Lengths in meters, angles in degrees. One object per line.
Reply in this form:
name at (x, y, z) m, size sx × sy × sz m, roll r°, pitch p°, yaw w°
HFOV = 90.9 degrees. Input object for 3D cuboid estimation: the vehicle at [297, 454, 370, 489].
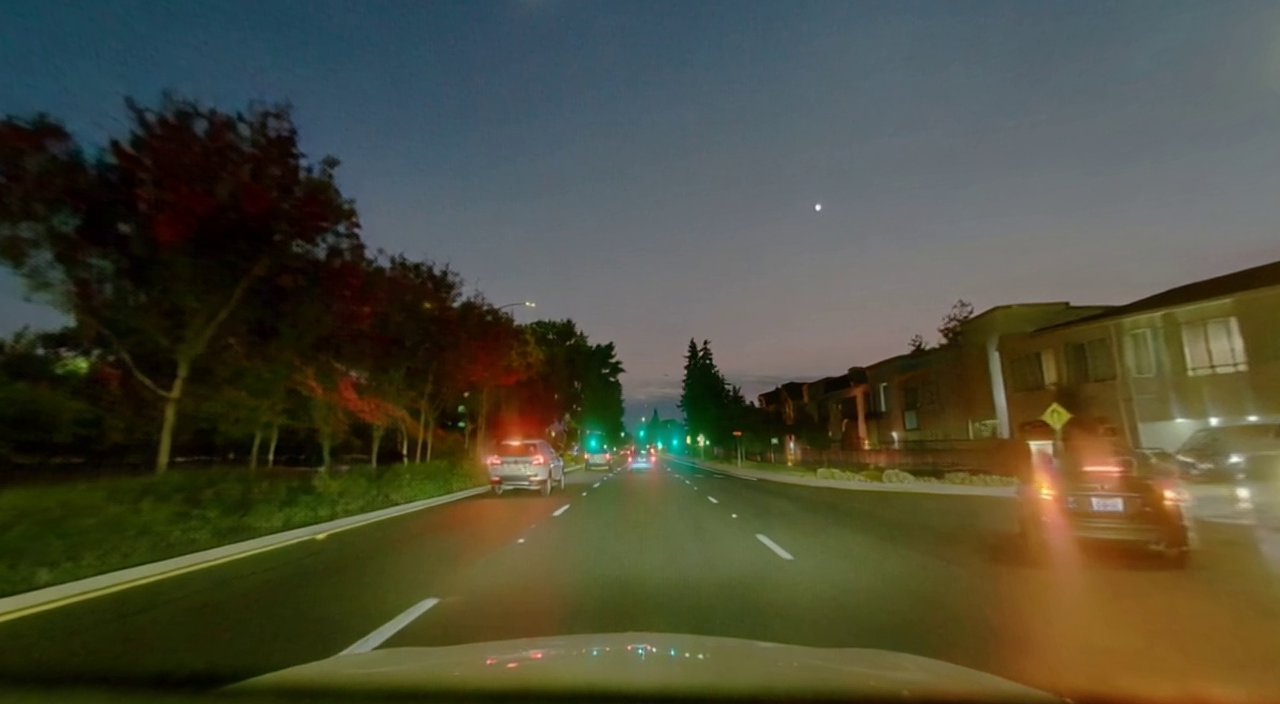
vehicle at (-17.302, 6.732, 35.859) m, size 1.899 × 1.790 × 4.340 m, roll 0°, pitch -8°, yaw 0°

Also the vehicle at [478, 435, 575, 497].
vehicle at (-3.651, 3.777, 21.330) m, size 2.216 × 1.828 × 4.886 m, roll 0°, pitch -8°, yaw 2°

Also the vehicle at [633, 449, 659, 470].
vehicle at (0.473, 8.133, 48.051) m, size 1.940 × 1.501 × 4.133 m, roll 0°, pitch -8°, yaw 1°

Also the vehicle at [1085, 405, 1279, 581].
vehicle at (7.141, 1.556, 7.617) m, size 1.969 × 1.593 × 4.293 m, roll -4°, pitch -9°, yaw 24°
